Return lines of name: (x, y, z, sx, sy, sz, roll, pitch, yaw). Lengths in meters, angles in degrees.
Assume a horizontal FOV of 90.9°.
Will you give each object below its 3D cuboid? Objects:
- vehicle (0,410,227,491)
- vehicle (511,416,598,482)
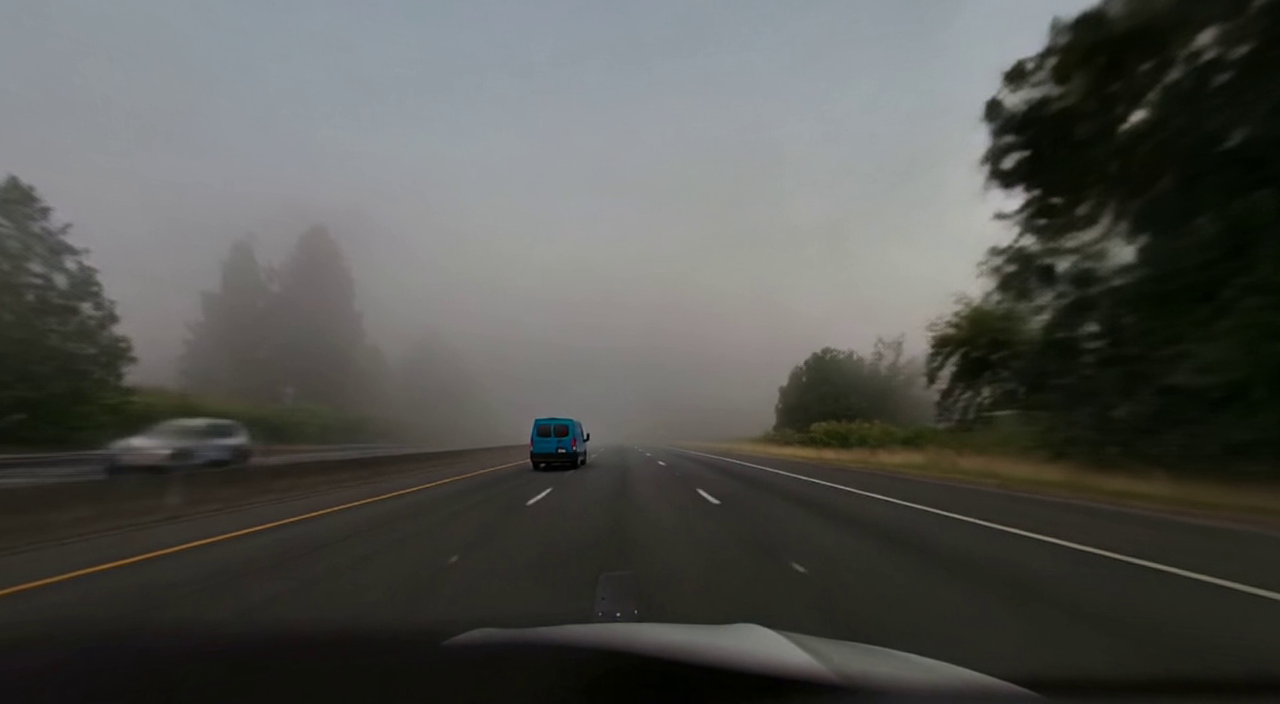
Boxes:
vehicle: (-12.274, 2.212, 14.676, 2.128, 1.573, 4.641, 0, -7, 0)
vehicle: (-2.780, 3.275, 21.633, 2.297, 2.011, 4.736, 0, -8, 0)
